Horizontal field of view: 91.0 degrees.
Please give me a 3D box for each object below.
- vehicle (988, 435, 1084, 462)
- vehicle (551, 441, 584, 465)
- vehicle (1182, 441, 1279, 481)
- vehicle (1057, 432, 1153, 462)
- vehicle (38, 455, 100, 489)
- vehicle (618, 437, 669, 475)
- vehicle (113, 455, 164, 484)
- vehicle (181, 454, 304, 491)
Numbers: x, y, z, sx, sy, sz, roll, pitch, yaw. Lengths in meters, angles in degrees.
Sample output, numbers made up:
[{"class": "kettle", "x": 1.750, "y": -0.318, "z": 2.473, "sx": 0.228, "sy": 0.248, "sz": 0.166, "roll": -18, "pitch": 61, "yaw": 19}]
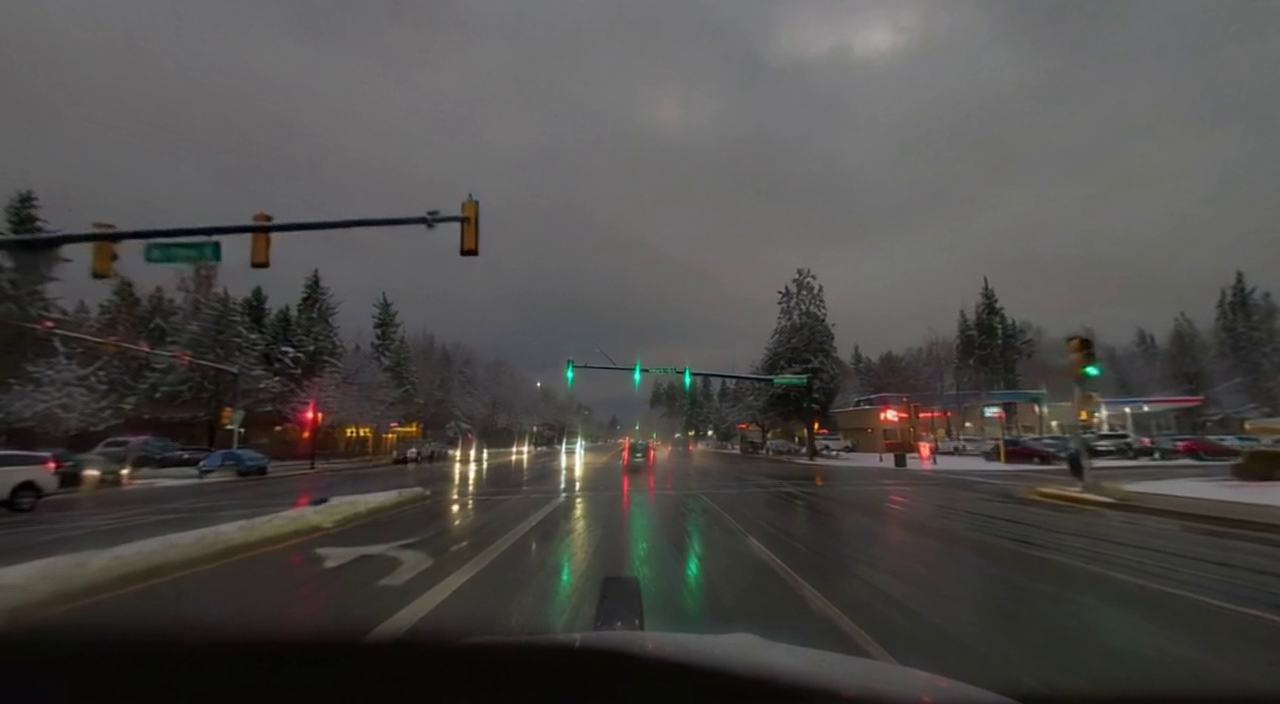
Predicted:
[{"class": "vehicle", "x": 25.855, "y": 6.318, "z": 41.254, "sx": 1.941, "sy": 1.641, "sz": 4.829, "roll": 7, "pitch": -11, "yaw": -39}, {"class": "vehicle", "x": -5.128, "y": 7.209, "z": 44.949, "sx": 1.844, "sy": 1.534, "sz": 3.831, "roll": -3, "pitch": -8, "yaw": 0}, {"class": "vehicle", "x": 24.871, "y": 4.314, "z": 24.961, "sx": 4.788, "sy": 1.481, "sz": 1.959, "roll": 0, "pitch": -9, "yaw": 2}, {"class": "vehicle", "x": 29.849, "y": 6.115, "z": 40.518, "sx": 1.958, "sy": 1.759, "sz": 4.517, "roll": 7, "pitch": -11, "yaw": -38}, {"class": "vehicle", "x": -28.442, "y": 5.926, "z": 31.377, "sx": 2.022, "sy": 1.455, "sz": 4.478, "roll": 8, "pitch": -11, "yaw": -41}, {"class": "vehicle", "x": 0.113, "y": 4.696, "z": 28.586, "sx": 2.145, "sy": 1.572, "sz": 4.021, "roll": 1, "pitch": -9, "yaw": -1}, {"class": "vehicle", "x": -28.179, "y": 6.543, "z": 35.310, "sx": 1.953, "sy": 1.415, "sz": 4.553, "roll": 8, "pitch": -11, "yaw": -40}, {"class": "vehicle", "x": -18.837, "y": 5.717, "z": 30.293, "sx": 2.311, "sy": 1.485, "sz": 5.817, "roll": 1, "pitch": -9, "yaw": -2}]
